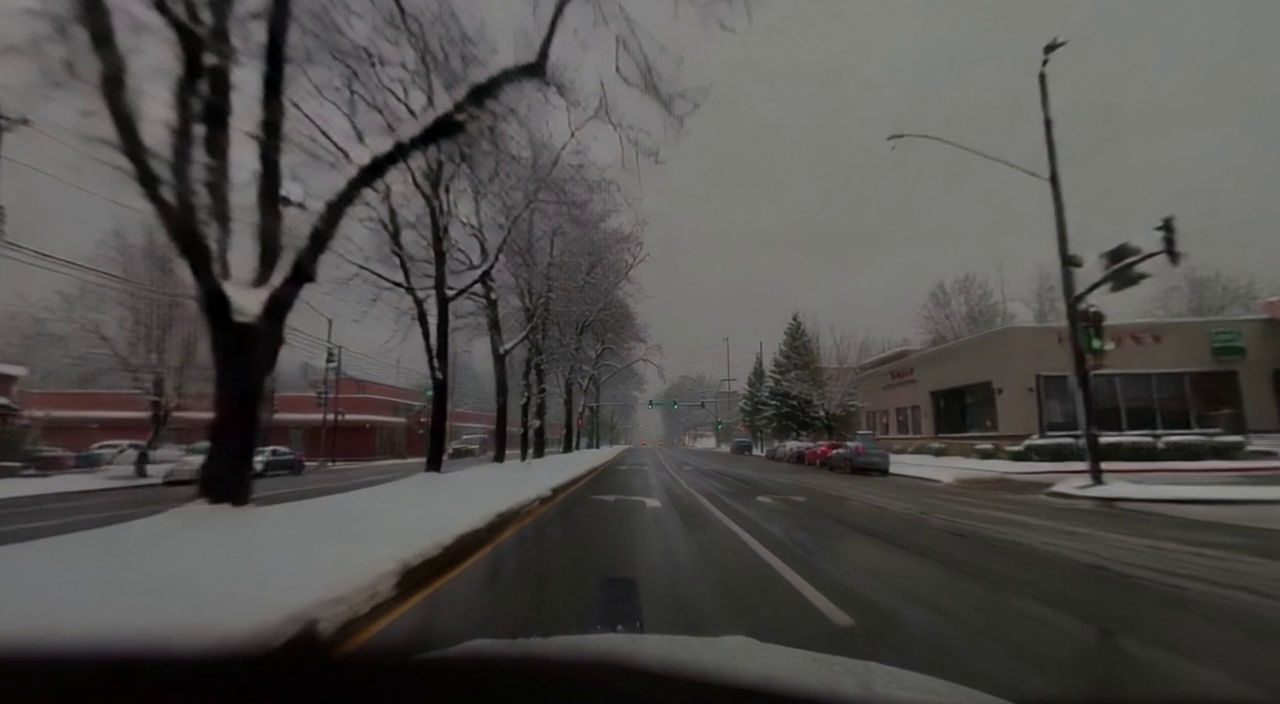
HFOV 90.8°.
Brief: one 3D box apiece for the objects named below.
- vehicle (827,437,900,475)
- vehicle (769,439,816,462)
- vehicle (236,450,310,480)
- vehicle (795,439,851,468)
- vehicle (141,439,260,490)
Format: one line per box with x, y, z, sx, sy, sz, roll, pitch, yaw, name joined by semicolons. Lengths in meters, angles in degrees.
10.129;4.735;28.972;1.901;1.586;3.903;0;-9;0;vehicle
10.094;6.570;42.176;1.926;1.464;4.436;0;-9;-1;vehicle
-19.437;5.985;33.637;1.664;1.443;3.701;0;-9;0;vehicle
9.863;5.504;34.399;1.726;1.486;4.394;0;-9;-1;vehicle
-19.449;4.990;28.292;1.954;2.000;4.687;-2;-9;-1;vehicle
